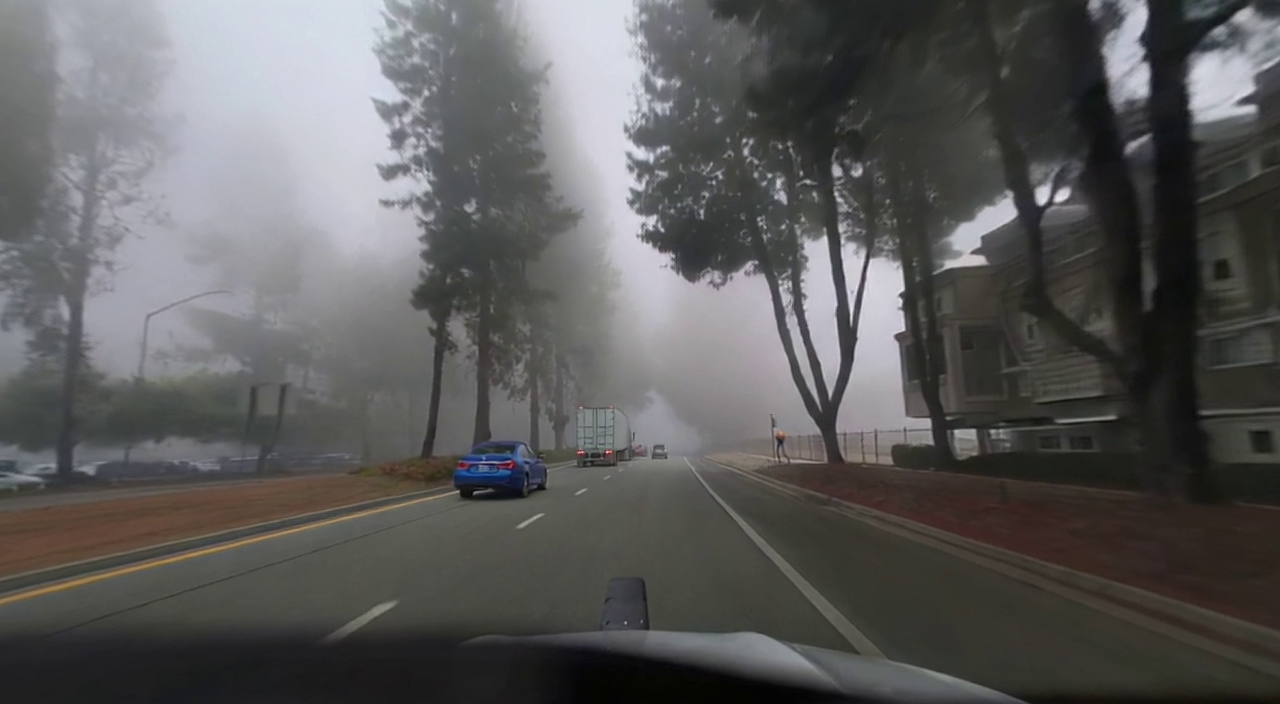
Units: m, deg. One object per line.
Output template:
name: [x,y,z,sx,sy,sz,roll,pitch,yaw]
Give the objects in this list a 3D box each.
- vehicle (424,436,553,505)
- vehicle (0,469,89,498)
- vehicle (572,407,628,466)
vehicle: [-3.596,2.892,15.922,2.005,1.462,4.345,-1,-8,3]
vehicle: [-34.099,7.425,35.654,4.356,1.457,1.759,-1,-8,5]
vehicle: [-2.333,5.368,39.650,2.746,3.276,8.572,0,-8,1]
